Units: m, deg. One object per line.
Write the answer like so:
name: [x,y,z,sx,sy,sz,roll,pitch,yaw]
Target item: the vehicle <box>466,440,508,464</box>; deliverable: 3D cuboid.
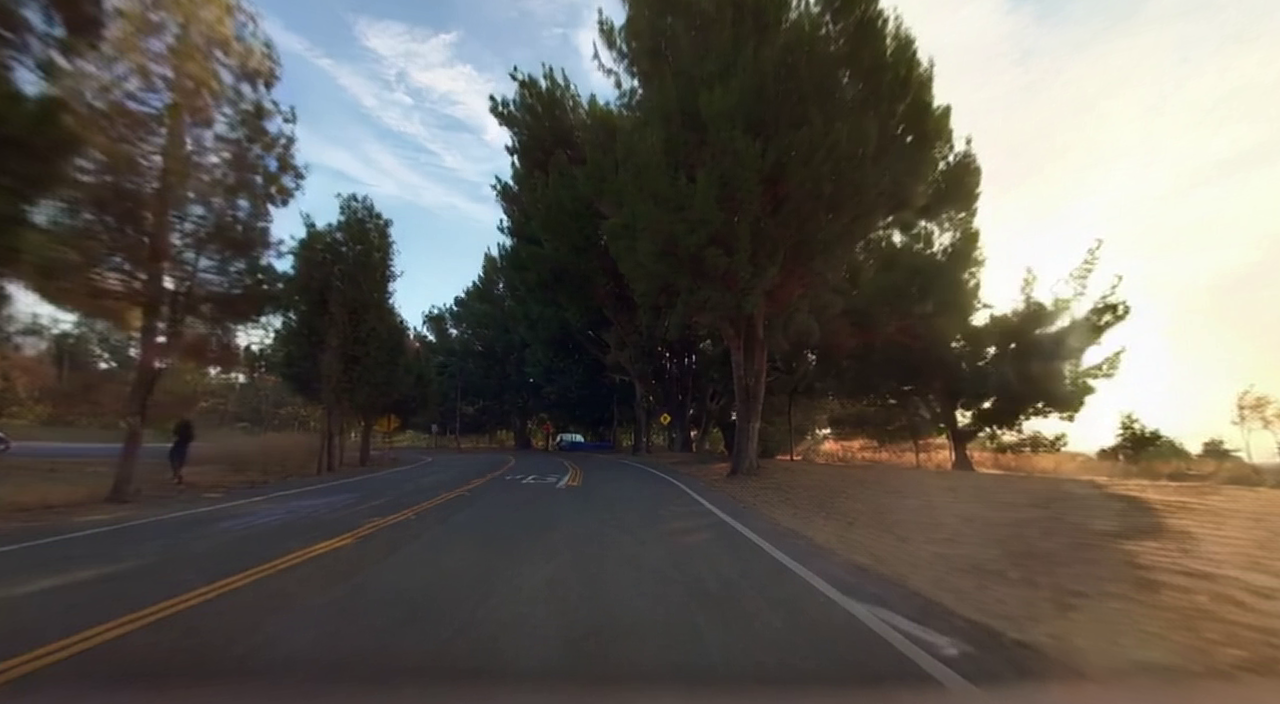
vehicle: [-10.726,7.028,44.390,2.129,1.590,4.616,0,-8,-4]
